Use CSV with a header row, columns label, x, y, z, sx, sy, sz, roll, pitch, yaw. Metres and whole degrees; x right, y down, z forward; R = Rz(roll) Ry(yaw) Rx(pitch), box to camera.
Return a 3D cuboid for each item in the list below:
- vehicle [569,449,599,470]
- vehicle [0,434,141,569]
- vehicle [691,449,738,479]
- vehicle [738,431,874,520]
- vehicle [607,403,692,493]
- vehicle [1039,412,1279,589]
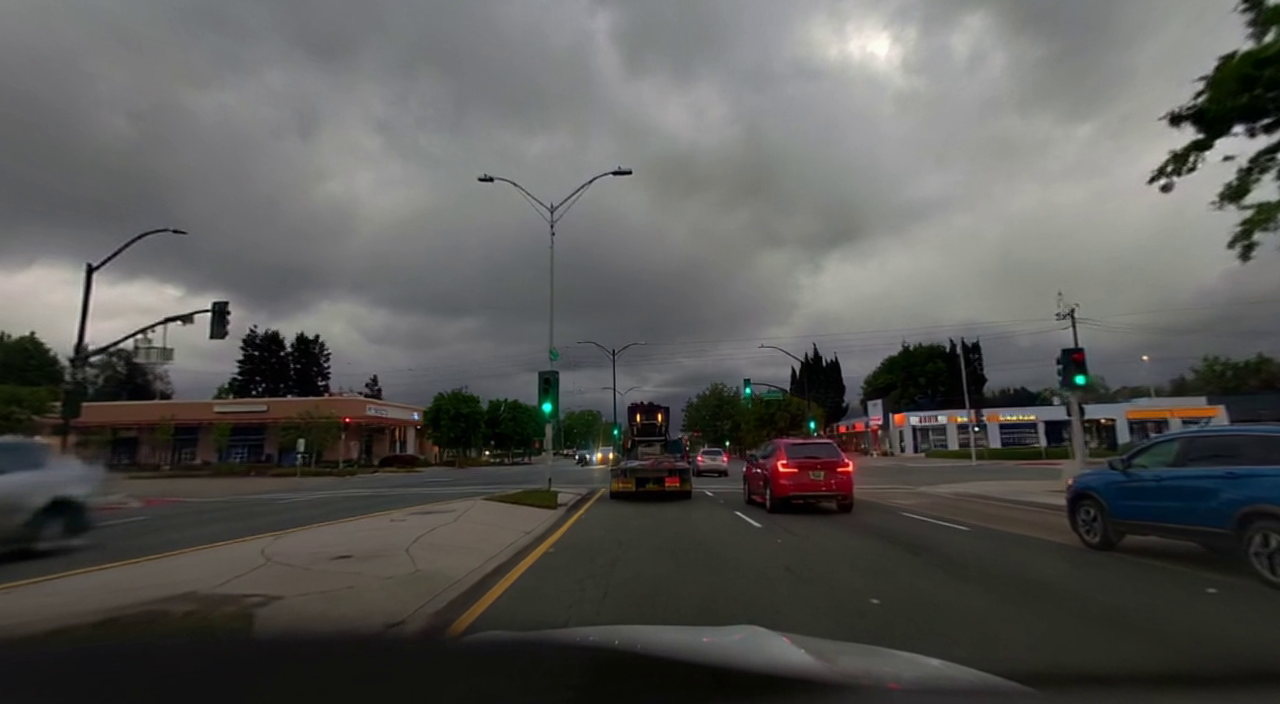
label,x,y,z,sx,sy,sz,roll,pitch,yaw
vehicle,-4.398,8.461,49.847,2.001,1.518,4.316,0,-8,-1
vehicle,-8.476,1.759,7.392,1.889,1.576,4.044,0,-8,0
vehicle,3.996,6.084,34.492,1.967,1.515,4.378,0,-8,-1
vehicle,3.667,2.798,14.835,2.025,1.754,4.311,0,-8,0
vehicle,0.287,3.017,20.025,2.370,2.518,3.858,-1,-8,1
vehicle,7.174,1.637,7.429,1.982,1.698,4.408,0,-8,0
